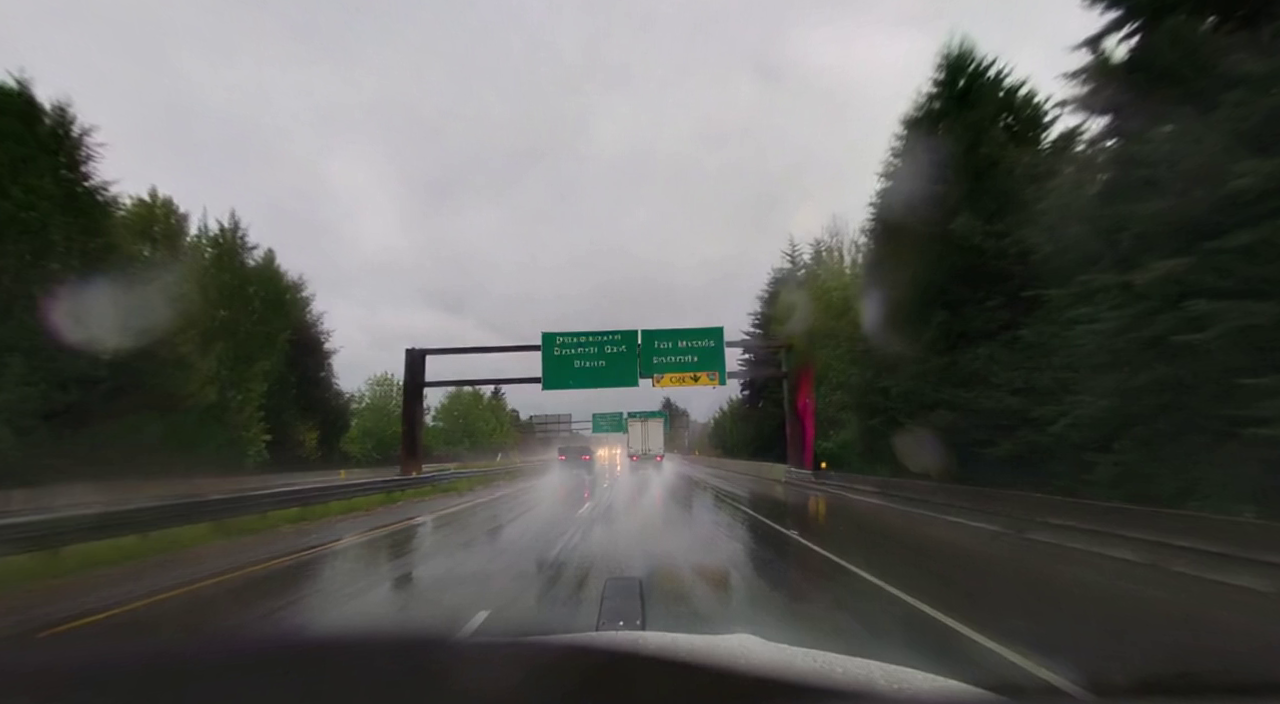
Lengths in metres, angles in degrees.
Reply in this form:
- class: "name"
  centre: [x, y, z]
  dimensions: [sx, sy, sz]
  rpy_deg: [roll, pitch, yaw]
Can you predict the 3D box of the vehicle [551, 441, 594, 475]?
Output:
- class: "vehicle"
  centre: [-4.158, 6.631, 39.699]
  dimensions: [2.168, 1.980, 4.622]
  rpy_deg: [0, -9, 0]
